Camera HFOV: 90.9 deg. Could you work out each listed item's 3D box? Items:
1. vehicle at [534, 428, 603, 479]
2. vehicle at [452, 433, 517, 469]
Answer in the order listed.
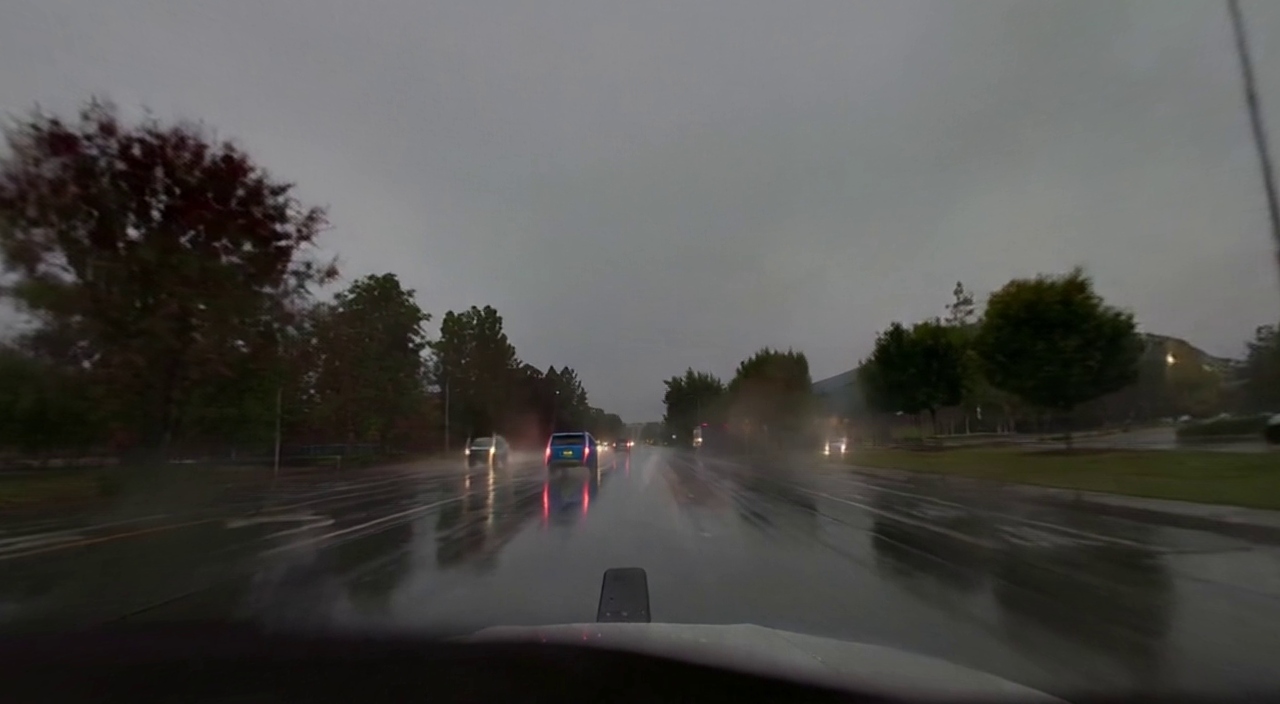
[{"bbox_3d":[-2.791,4.107,25.756,2.179,1.851,4.756,0,-8,1],"label":"vehicle"},{"bbox_3d":[-9.094,5.843,37.426,2.302,1.969,5.769,0,-8,1],"label":"vehicle"}]
